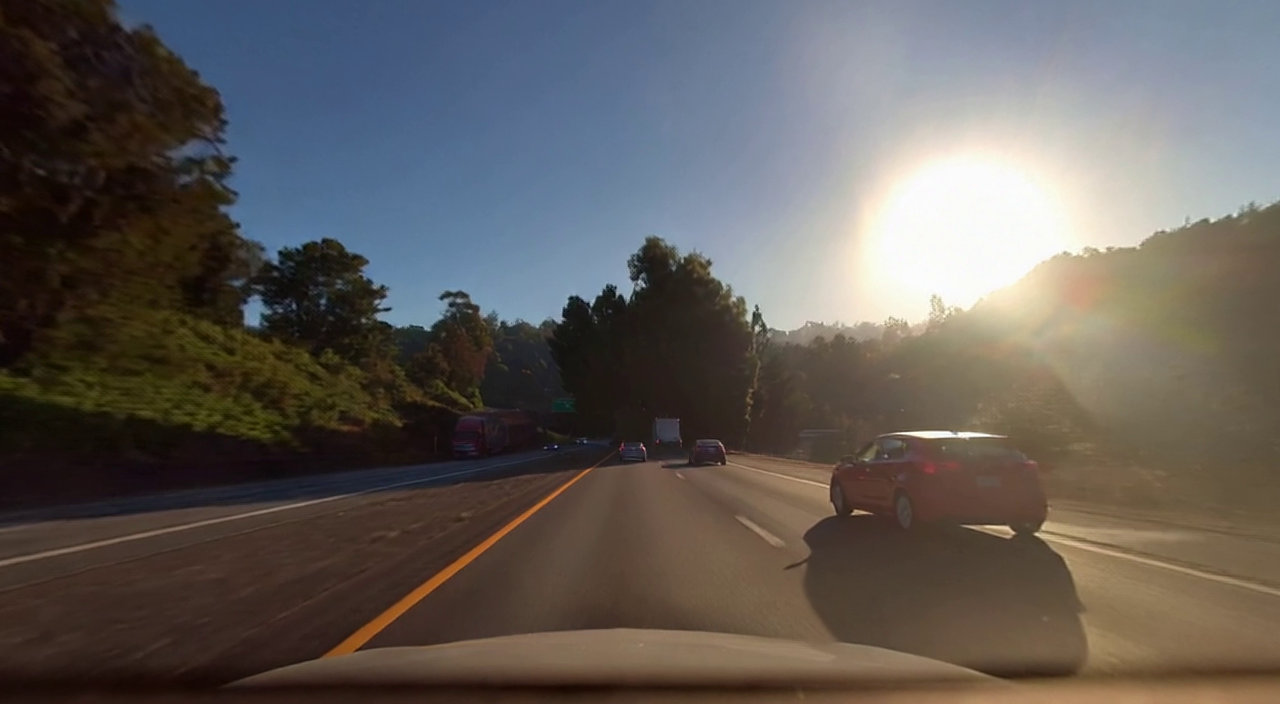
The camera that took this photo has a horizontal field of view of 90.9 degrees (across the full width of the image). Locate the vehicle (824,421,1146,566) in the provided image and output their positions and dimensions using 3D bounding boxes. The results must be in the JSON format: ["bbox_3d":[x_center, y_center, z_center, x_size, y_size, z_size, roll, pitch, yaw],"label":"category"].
[{"bbox_3d":[4.333,1.795,8.919,2.066,1.526,4.216,0,-8,-2],"label":"vehicle"}]

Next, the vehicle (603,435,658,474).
[{"bbox_3d":[-0.412,4.238,26.386,2.143,1.466,3.693,0,-7,-2],"label":"vehicle"}]

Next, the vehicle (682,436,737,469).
[{"bbox_3d":[3.307,4.835,30.806,2.004,1.469,4.472,0,-8,-2],"label":"vehicle"}]
